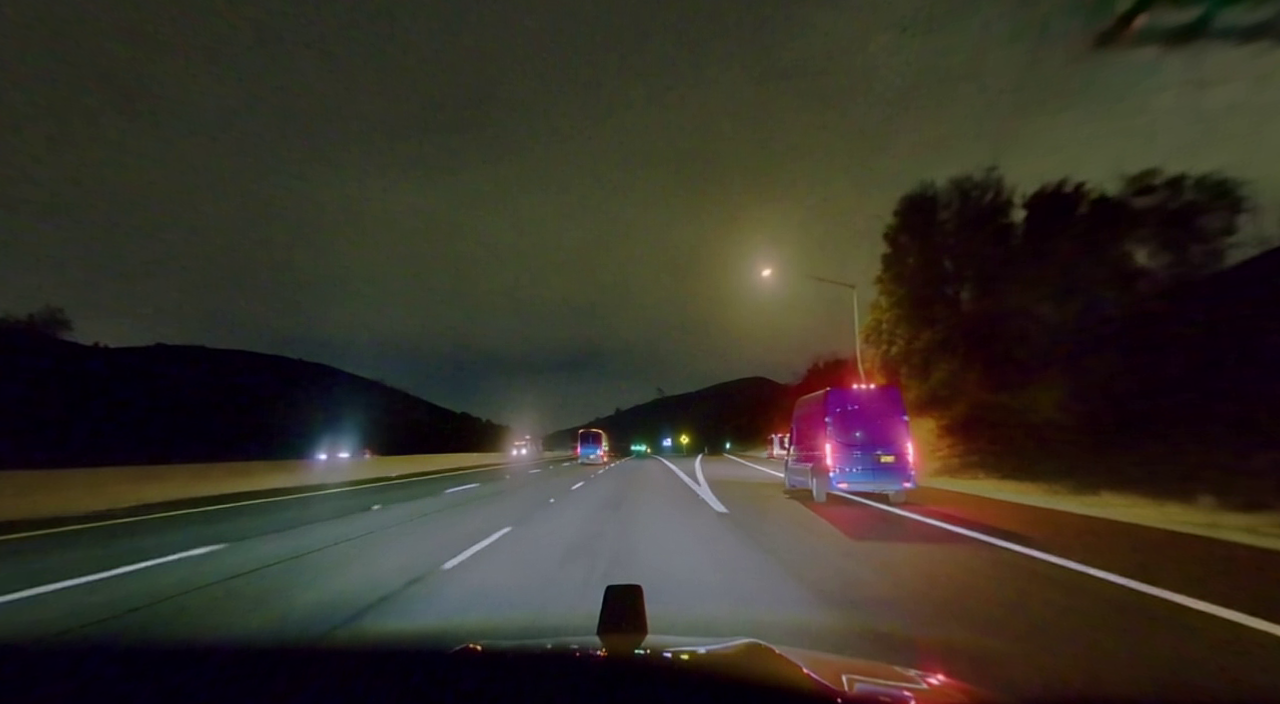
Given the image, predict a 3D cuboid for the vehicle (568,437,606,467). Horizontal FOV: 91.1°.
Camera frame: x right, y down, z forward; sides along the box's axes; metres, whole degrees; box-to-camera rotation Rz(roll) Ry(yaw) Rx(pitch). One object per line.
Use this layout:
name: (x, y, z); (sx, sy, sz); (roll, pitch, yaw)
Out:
vehicle: (-3.450, 6.603, 41.733); (2.169, 1.849, 4.639); (0, -8, 0)

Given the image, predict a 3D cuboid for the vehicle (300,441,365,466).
vehicle: (-21.537, 7.120, 44.188); (1.984, 1.633, 4.821); (0, -8, 1)
